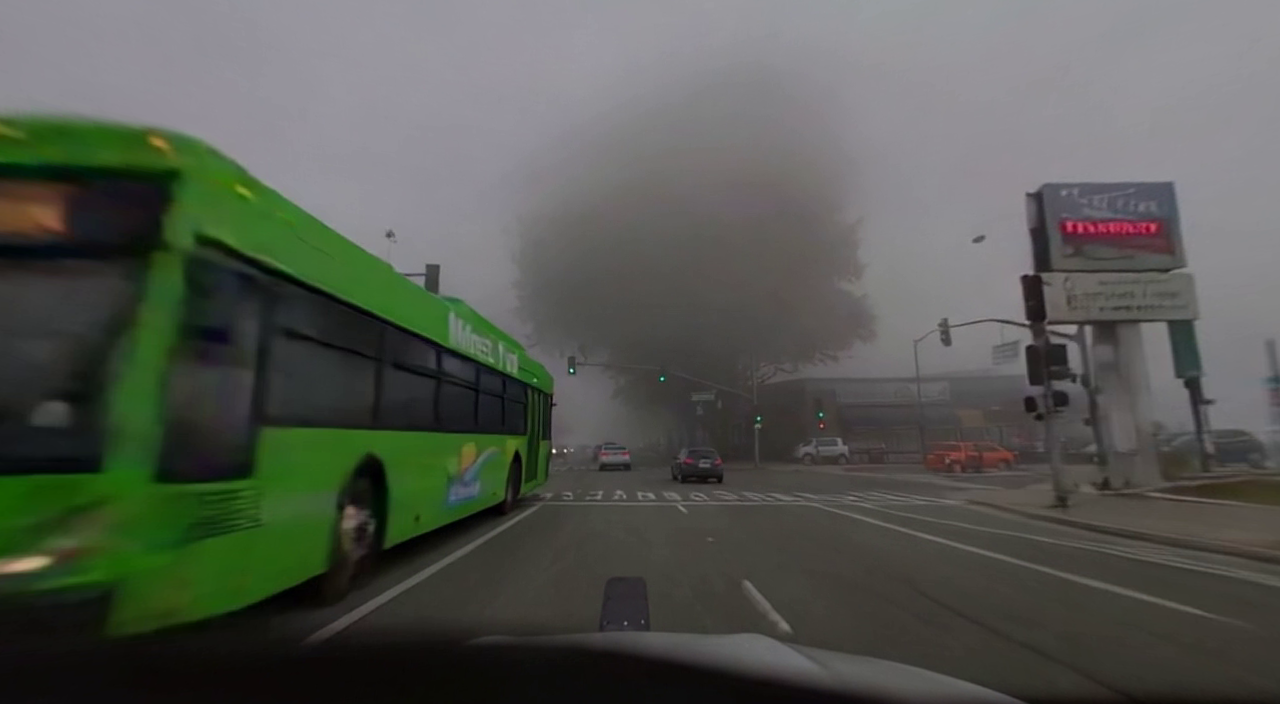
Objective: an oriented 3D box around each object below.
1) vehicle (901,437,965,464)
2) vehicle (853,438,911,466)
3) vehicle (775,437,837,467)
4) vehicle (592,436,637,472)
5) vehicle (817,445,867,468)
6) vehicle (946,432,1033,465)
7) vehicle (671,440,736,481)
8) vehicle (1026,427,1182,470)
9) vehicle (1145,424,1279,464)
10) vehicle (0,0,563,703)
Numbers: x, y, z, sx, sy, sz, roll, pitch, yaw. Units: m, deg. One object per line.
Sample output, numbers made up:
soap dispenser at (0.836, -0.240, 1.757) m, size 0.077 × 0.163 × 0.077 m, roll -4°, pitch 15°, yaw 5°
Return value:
vehicle at (19.749, 6.662, 42.684) m, size 2.143 × 1.731 × 4.290 m, roll 1°, pitch -8°, yaw -2°
vehicle at (16.341, 6.776, 42.874) m, size 2.020 × 1.796 × 4.600 m, roll 0°, pitch -8°, yaw -2°
vehicle at (11.056, 6.714, 42.418) m, size 2.304 × 1.907 × 4.844 m, roll 1°, pitch -9°, yaw -8°
vehicle at (-1.390, 5.513, 34.315) m, size 2.301 × 1.837 × 4.411 m, roll 0°, pitch -8°, yaw -2°
vehicle at (13.523, 6.996, 42.346) m, size 1.860 × 1.443 × 3.772 m, roll 0°, pitch -8°, yaw -5°
vehicle at (23.392, 6.428, 42.489) m, size 2.384 × 1.959 × 5.372 m, roll -2°, pitch -7°, yaw -6°
vehicle at (2.522, 4.447, 26.136) m, size 2.046 × 1.540 × 3.883 m, roll 1°, pitch -8°, yaw -4°
vehicle at (22.482, 4.684, 30.736) m, size 5.766 × 2.002 × 2.298 m, roll 0°, pitch -9°, yaw -1°
vehicle at (35.274, 5.645, 38.714) m, size 6.271 × 2.145 × 2.510 m, roll -2°, pitch -8°, yaw -1°
vehicle at (-3.629, 1.130, 9.313) m, size 3.018 × 3.217 × 13.998 m, roll 0°, pitch -8°, yaw 1°
